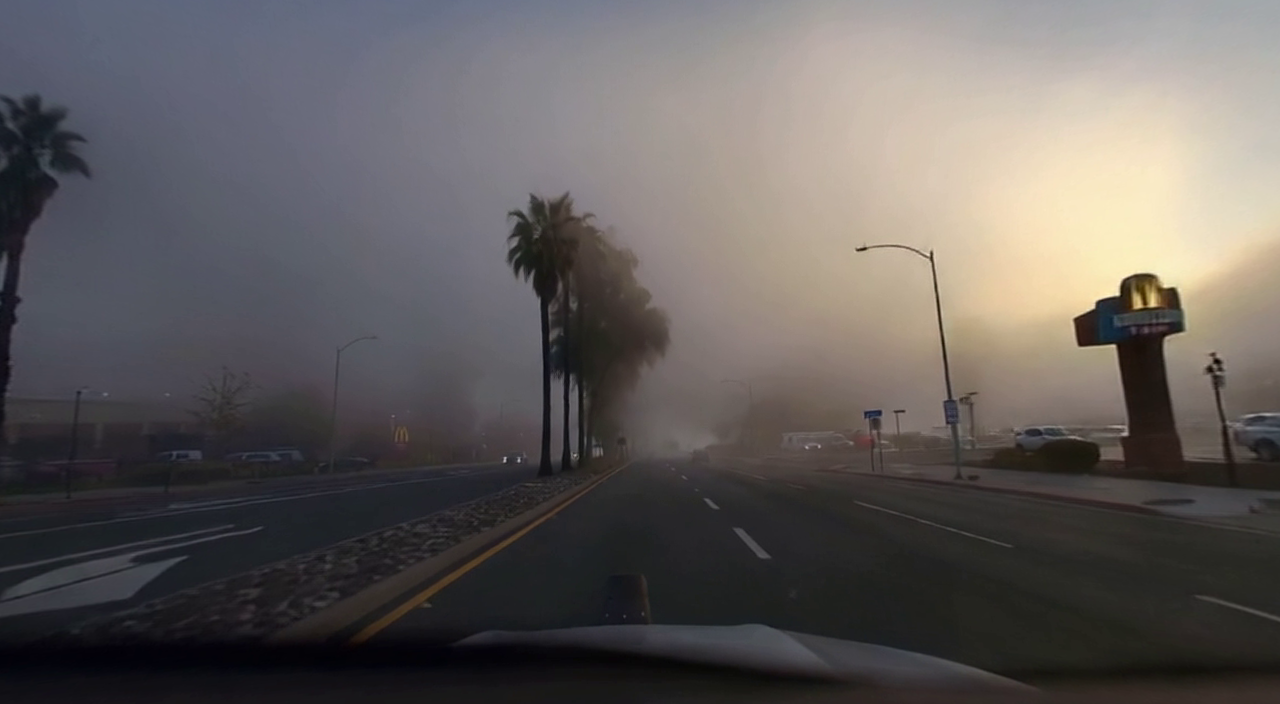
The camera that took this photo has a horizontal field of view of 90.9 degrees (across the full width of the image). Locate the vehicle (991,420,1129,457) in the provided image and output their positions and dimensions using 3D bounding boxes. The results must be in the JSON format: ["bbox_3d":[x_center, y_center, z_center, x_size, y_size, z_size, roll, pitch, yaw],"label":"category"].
[{"bbox_3d":[18.618,3.877,28.162,4.691,1.545,1.900,-1,-8,4],"label":"vehicle"}]

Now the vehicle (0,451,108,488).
[{"bbox_3d":[-27.898,5.442,29.620,2.067,1.563,4.043,-1,-8,4],"label":"vehicle"}]

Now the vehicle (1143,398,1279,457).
[{"bbox_3d":[19.170,2.359,19.553,5.123,1.730,2.183,-1,-8,4],"label":"vehicle"}]
